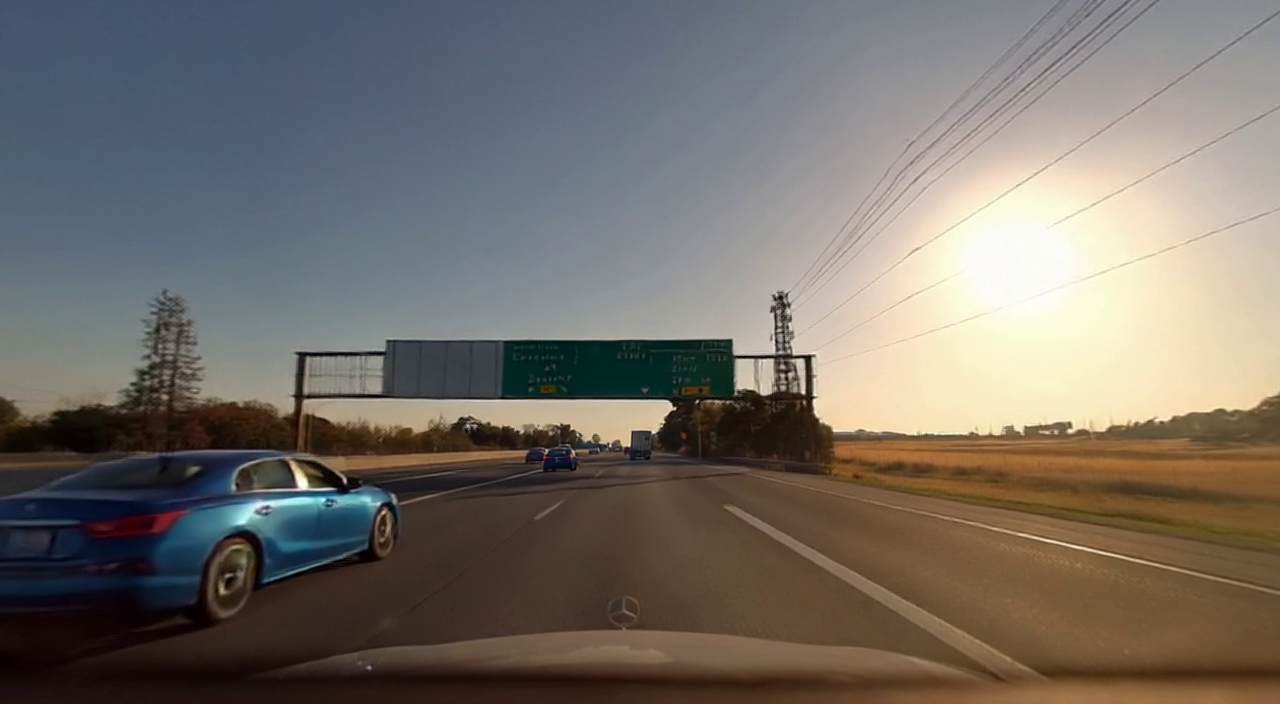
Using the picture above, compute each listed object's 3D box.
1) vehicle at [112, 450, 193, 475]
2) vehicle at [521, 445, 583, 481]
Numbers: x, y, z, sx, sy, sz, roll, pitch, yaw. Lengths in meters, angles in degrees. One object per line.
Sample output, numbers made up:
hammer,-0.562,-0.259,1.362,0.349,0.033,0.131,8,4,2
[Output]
vehicle,-36.071,8.158,46.800,1.982,1.779,4.941,0,-9,1
vehicle,-3.904,4.992,28.609,2.104,1.501,4.459,0,-9,1
